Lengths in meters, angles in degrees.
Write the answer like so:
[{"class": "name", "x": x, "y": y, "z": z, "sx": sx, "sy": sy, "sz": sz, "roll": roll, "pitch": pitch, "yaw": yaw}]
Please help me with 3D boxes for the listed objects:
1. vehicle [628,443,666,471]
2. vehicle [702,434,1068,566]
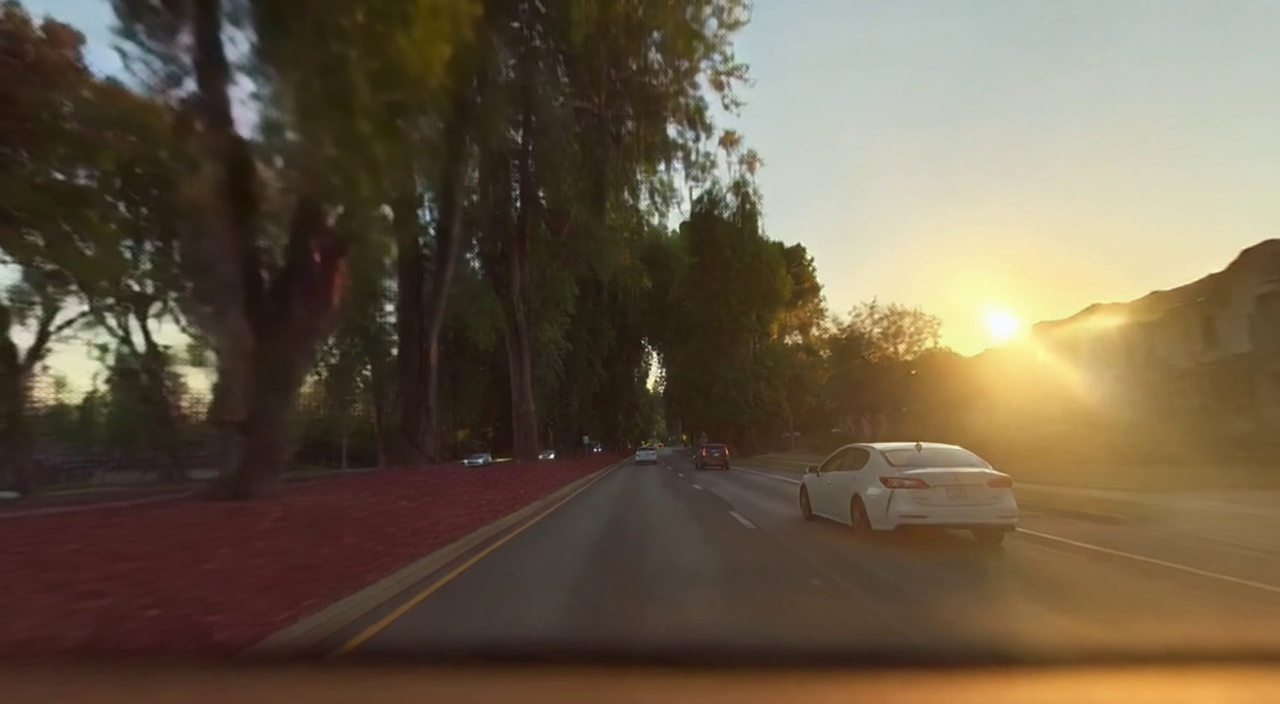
[{"class": "vehicle", "x": 0.395, "y": 6.025, "z": 36.495, "sx": 2.082, "sy": 1.473, "sz": 4.028, "roll": 0, "pitch": -8, "yaw": 0}, {"class": "vehicle", "x": 3.100, "y": 2.017, "z": 8.919, "sx": 4.279, "sy": 1.438, "sz": 2.037, "roll": -3, "pitch": -9, "yaw": 3}]
